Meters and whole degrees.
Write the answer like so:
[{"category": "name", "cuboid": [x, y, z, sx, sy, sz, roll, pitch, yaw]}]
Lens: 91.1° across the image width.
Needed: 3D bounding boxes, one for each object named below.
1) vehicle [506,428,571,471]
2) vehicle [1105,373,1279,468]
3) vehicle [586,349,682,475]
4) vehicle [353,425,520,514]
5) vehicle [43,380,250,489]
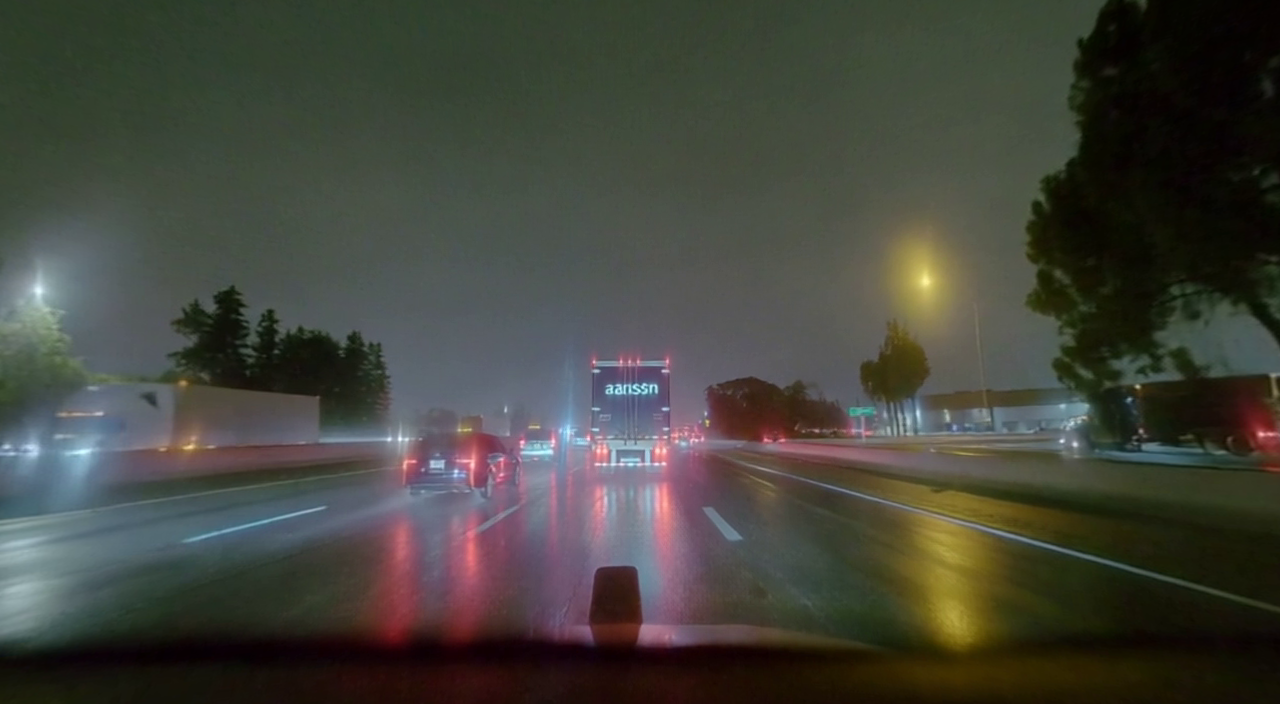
[{"category": "vehicle", "cuboid": [-4.003, 3.908, 25.435, 1.946, 1.599, 4.073, 0, -8, 0]}, {"category": "vehicle", "cuboid": [18.836, 2.349, 20.980, 2.432, 2.753, 5.388, 0, -8, 0]}, {"category": "vehicle", "cuboid": [-0.316, 2.708, 26.450, 3.171, 4.204, 11.036, 0, -8, -1]}, {"category": "vehicle", "cuboid": [-3.888, 2.298, 12.933, 1.964, 1.507, 4.361, 0, -8, 0]}, {"category": "vehicle", "cuboid": [-19.139, 3.256, 25.027, 3.004, 3.780, 6.115, -1, -7, 2]}]
